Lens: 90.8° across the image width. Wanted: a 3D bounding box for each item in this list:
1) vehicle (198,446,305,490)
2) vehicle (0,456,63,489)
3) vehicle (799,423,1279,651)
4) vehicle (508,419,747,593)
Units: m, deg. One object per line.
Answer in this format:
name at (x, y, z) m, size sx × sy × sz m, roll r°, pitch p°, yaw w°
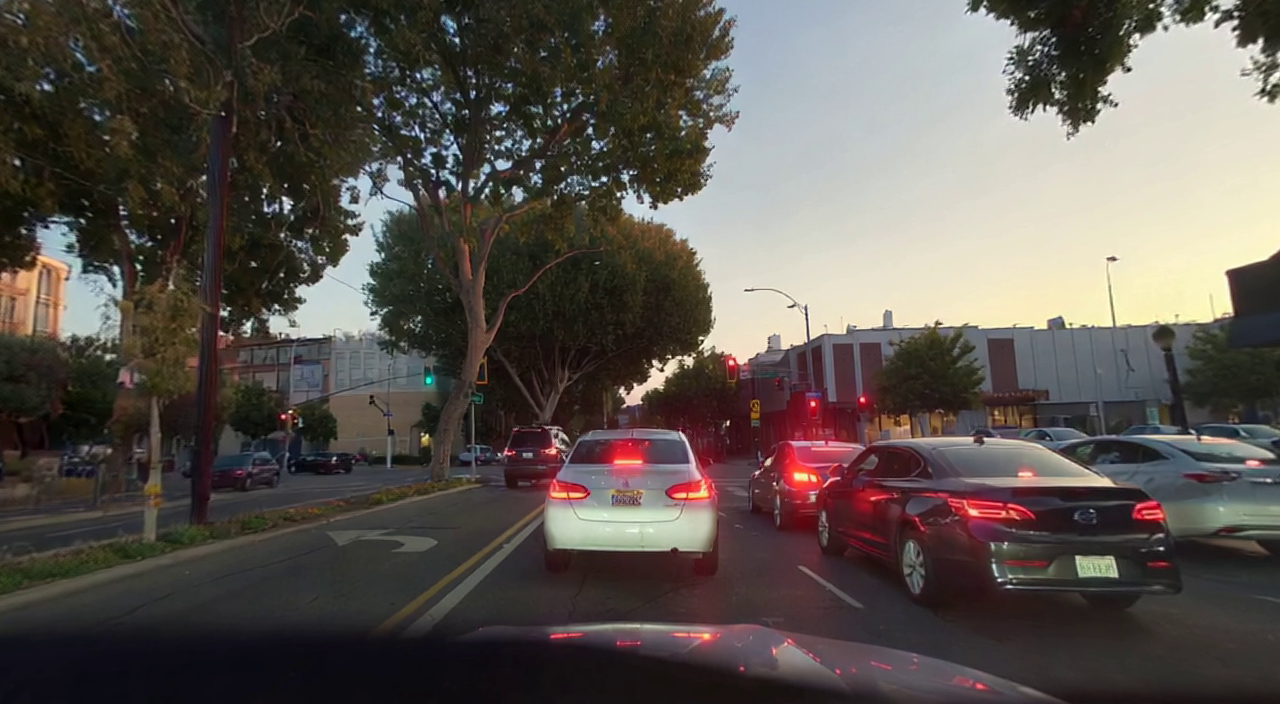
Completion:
vehicle at (-15.517, 4.628, 25.547) m, size 1.933 × 1.614 × 4.042 m, roll 0°, pitch -9°, yaw -4°
vehicle at (-31.731, 5.998, 31.558) m, size 1.913 × 1.531 × 4.000 m, roll -9°, pitch -12°, yaw 43°
vehicle at (3.207, 1.546, 6.436) m, size 1.912 × 1.454 × 4.537 m, roll 0°, pitch -9°, yaw -1°
vehicle at (-0.145, 1.671, 7.678) m, size 2.118 × 1.512 × 4.013 m, roll 0°, pitch -9°, yaw -1°
